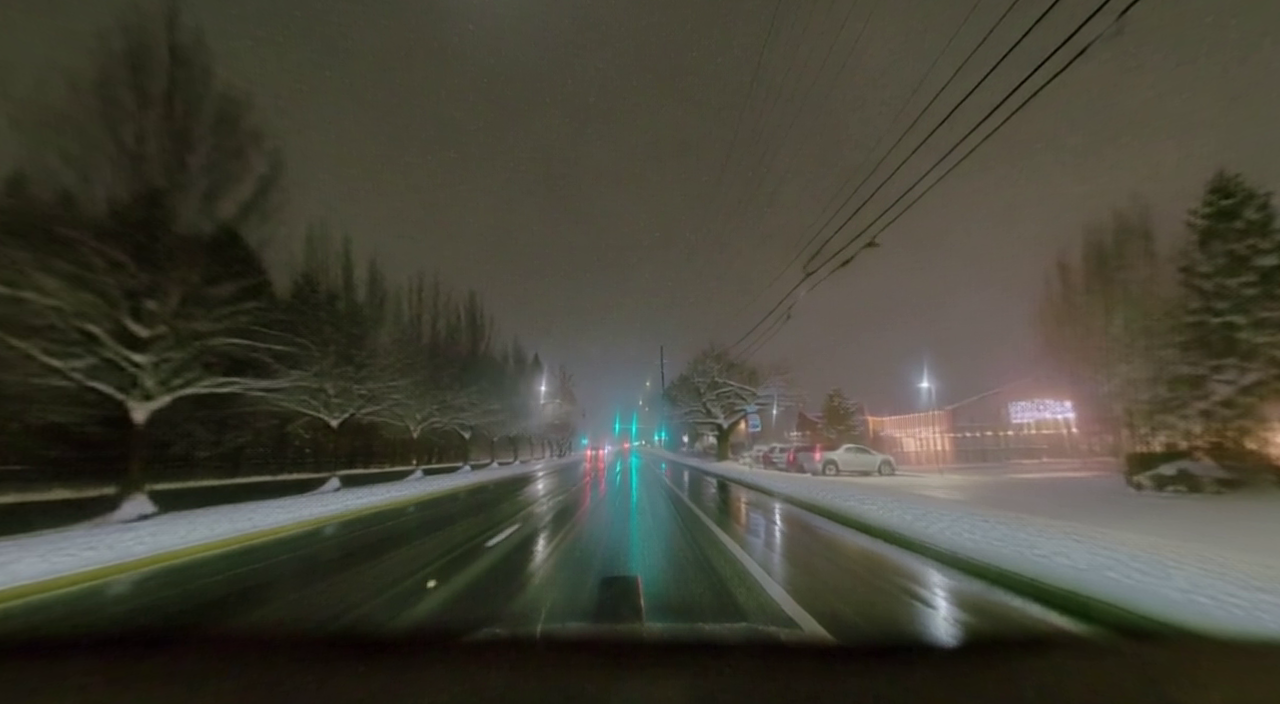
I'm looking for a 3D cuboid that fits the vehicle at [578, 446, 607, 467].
[{"bbox_3d":[-3.647,8.101,49.261,2.030,1.550,3.925,0,-9,0],"label":"vehicle"}]

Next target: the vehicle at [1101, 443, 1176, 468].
[{"bbox_3d":[33.703,6.981,42.857,1.852,1.604,3.693,1,-9,-5],"label":"vehicle"}]

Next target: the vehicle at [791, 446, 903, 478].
[{"bbox_3d":[9.597,5.109,29.513,4.466,1.440,2.091,1,-9,-5],"label":"vehicle"}]

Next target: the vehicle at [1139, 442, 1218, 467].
[{"bbox_3d":[36.339,6.931,42.739,1.767,1.614,3.791,1,-9,-6],"label":"vehicle"}]
